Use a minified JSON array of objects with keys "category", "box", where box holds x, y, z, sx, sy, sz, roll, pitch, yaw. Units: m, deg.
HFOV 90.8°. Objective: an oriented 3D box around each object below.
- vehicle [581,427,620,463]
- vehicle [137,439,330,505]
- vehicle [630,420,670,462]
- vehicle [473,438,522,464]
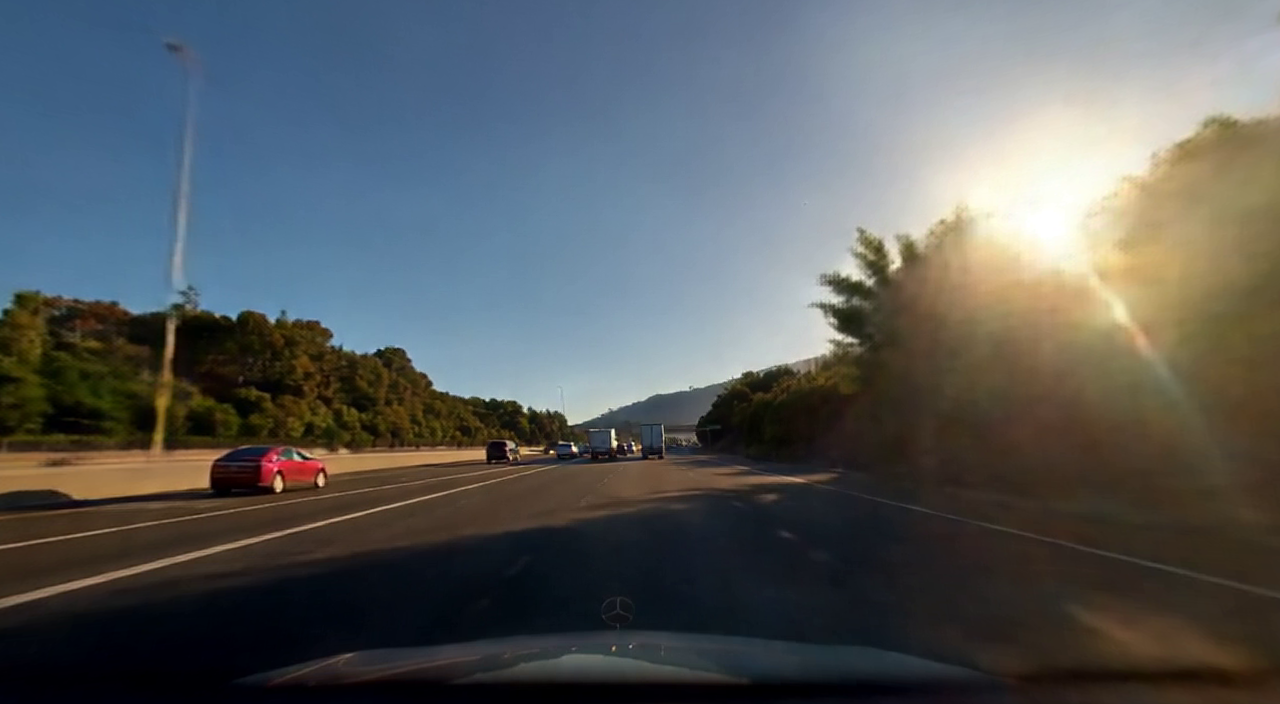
[{"category":"vehicle","box":[-2.880,6.967,47.132,2.328,2.519,5.238,0,-8,2]},{"category":"vehicle","box":[-10.287,3.036,16.553,1.952,1.457,4.689,0,-8,0]},{"category":"vehicle","box":[0.755,6.669,47.565,2.768,2.854,6.757,1,-8,1]},{"category":"vehicle","box":[-10.150,7.103,45.491,2.080,1.777,5.450,0,-8,2]}]
